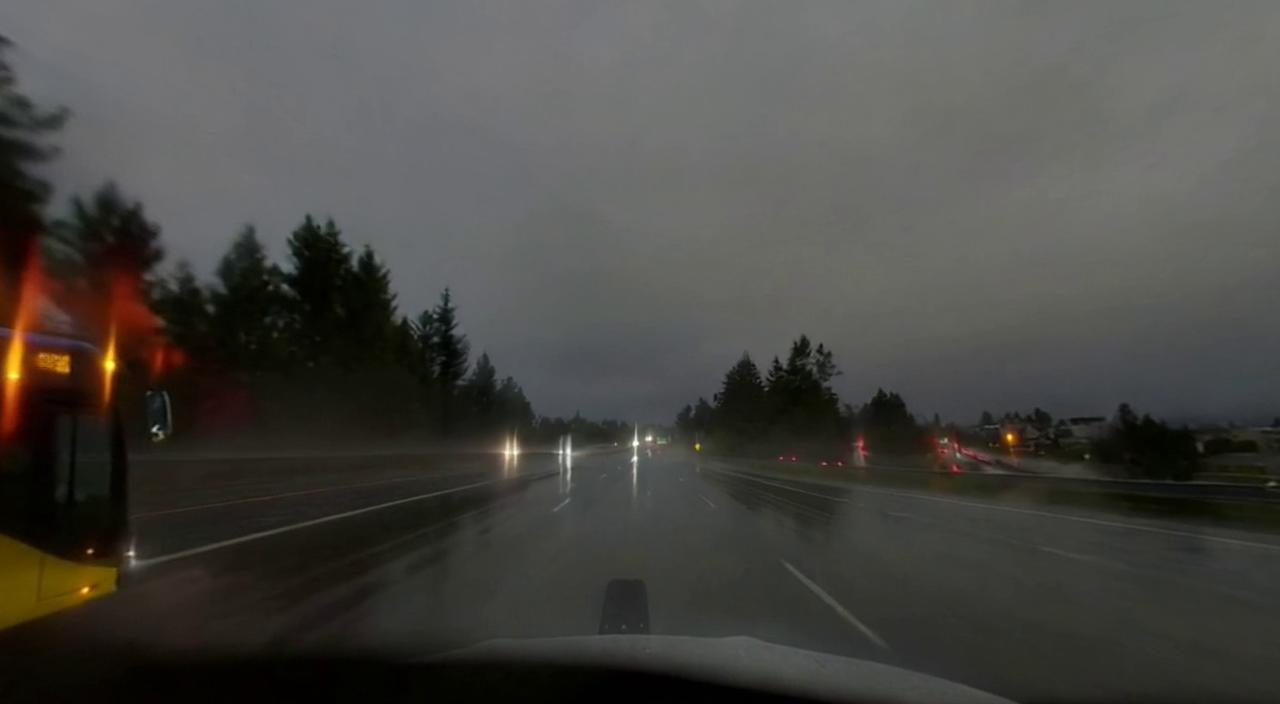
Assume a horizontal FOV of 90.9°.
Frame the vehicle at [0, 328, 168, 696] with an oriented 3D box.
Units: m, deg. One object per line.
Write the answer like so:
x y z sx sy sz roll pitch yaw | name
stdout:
-4.565 0.656 1.949 2.127 1.985 5.205 0 -8 0 | vehicle
